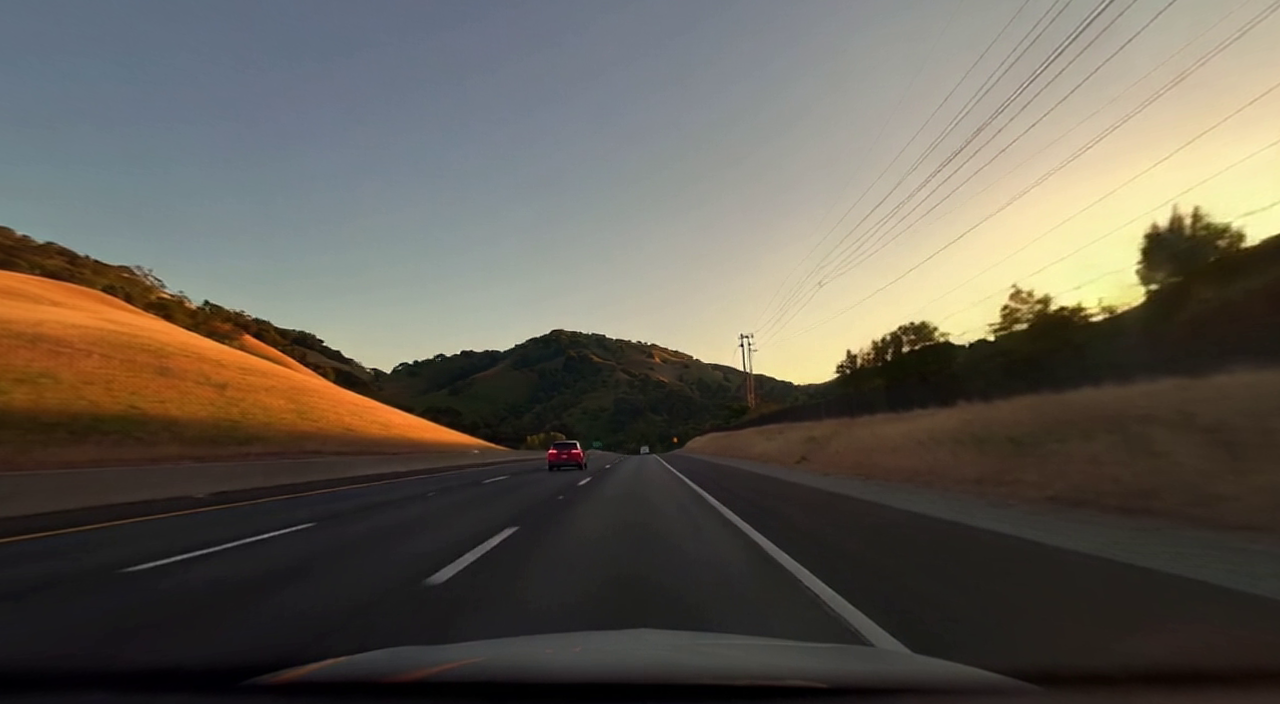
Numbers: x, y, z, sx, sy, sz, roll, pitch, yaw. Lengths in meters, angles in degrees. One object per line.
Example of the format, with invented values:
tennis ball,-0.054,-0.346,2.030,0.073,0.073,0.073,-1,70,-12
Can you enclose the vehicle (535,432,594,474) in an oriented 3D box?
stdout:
vehicle,-3.482,4.778,30.041,2.136,1.845,4.515,0,-8,1
